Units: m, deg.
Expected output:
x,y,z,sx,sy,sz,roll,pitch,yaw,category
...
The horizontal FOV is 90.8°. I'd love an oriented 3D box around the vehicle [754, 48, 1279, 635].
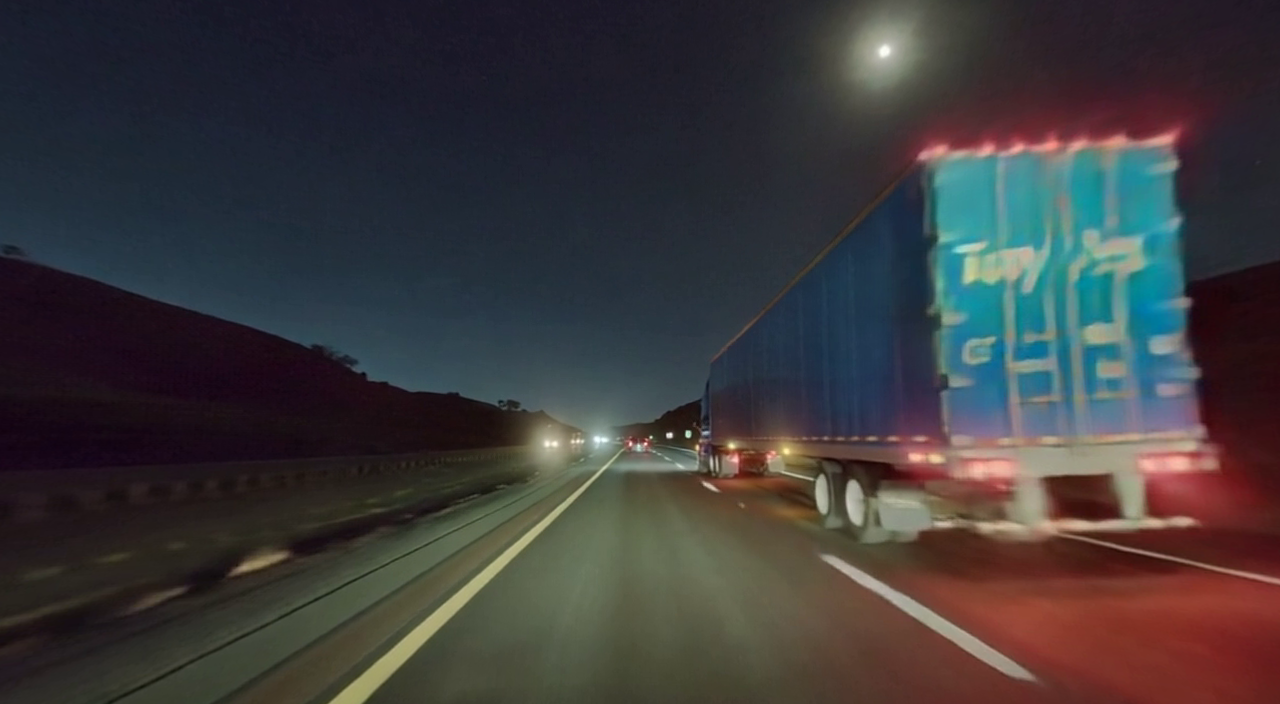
x,y,z,sx,sy,sz,roll,pitch,yaw,category
4.182,0.467,9.367,3.039,4.342,9.556,-1,-8,-1,vehicle
